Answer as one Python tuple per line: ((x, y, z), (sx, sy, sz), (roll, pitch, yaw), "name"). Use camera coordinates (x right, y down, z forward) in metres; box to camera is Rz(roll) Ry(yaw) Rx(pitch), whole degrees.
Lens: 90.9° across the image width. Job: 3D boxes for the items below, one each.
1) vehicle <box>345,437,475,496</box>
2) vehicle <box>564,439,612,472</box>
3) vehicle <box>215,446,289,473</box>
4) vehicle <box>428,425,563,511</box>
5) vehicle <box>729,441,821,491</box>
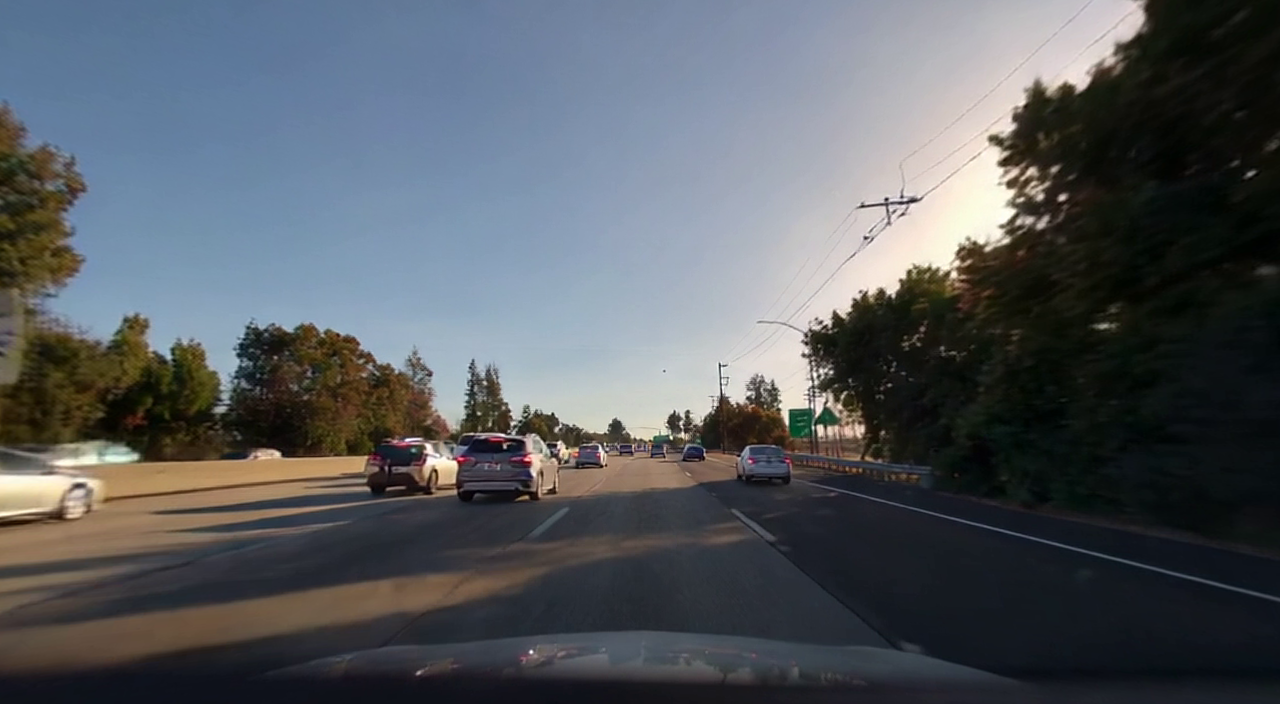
((-6.681, 3.374, 19.043), (2.049, 1.544, 4.866), (0, -8, 1), "vehicle")
((-2.761, 5.671, 34.686), (2.133, 1.668, 4.505), (0, -8, 2), "vehicle")
((-24.007, 6.648, 39.203), (1.989, 1.525, 3.942), (0, -8, 2), "vehicle")
((-3.267, 2.739, 15.372), (2.133, 1.775, 4.530), (0, -8, 1), "vehicle")
((4.325, 3.732, 21.081), (2.022, 1.472, 4.678), (0, -8, 0), "vehicle")
